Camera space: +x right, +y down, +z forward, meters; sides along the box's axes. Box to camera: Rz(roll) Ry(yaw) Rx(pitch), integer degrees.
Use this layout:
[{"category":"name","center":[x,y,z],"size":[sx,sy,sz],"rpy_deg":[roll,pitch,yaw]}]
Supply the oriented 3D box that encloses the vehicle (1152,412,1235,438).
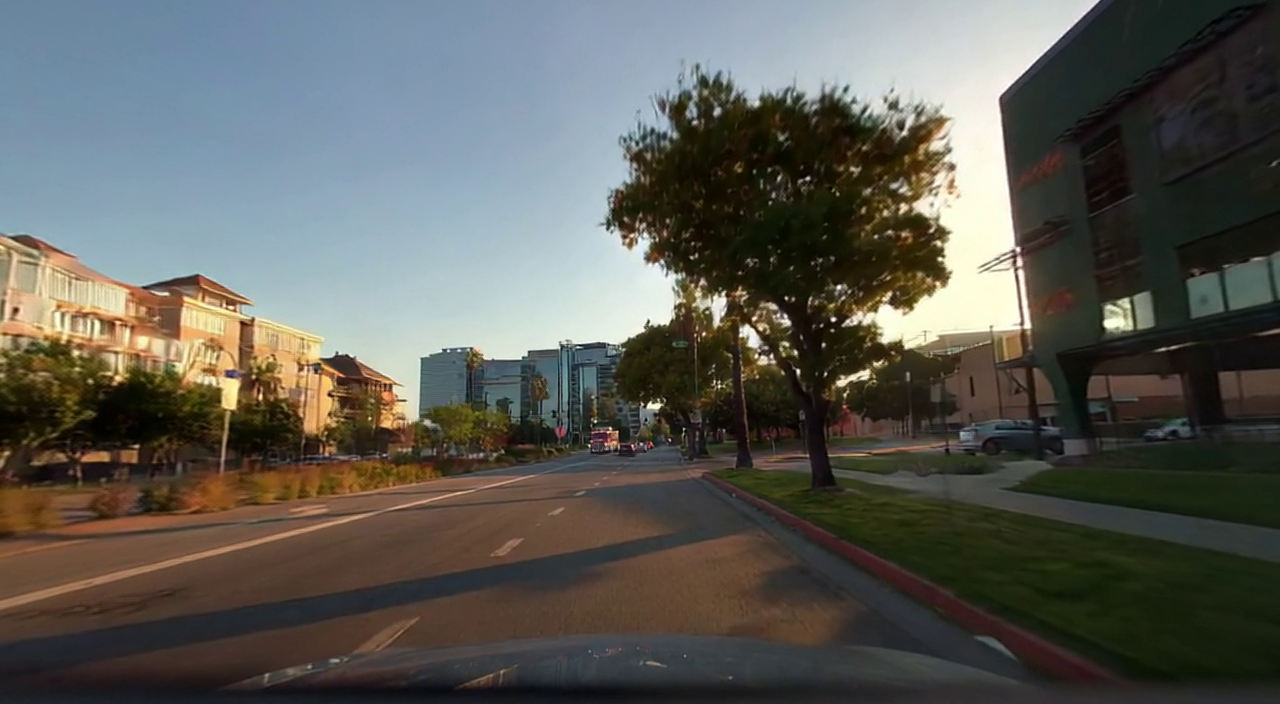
[{"category":"vehicle","center":[36.901,4.929,42.022],"size":[1.794,1.535,4.466],"rpy_deg":[-1,-9,6]}]

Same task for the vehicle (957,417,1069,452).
[{"category":"vehicle","center":[16.566,3.688,27.953],"size":[3.945,1.463,1.684],"rpy_deg":[0,-8,-5]}]
